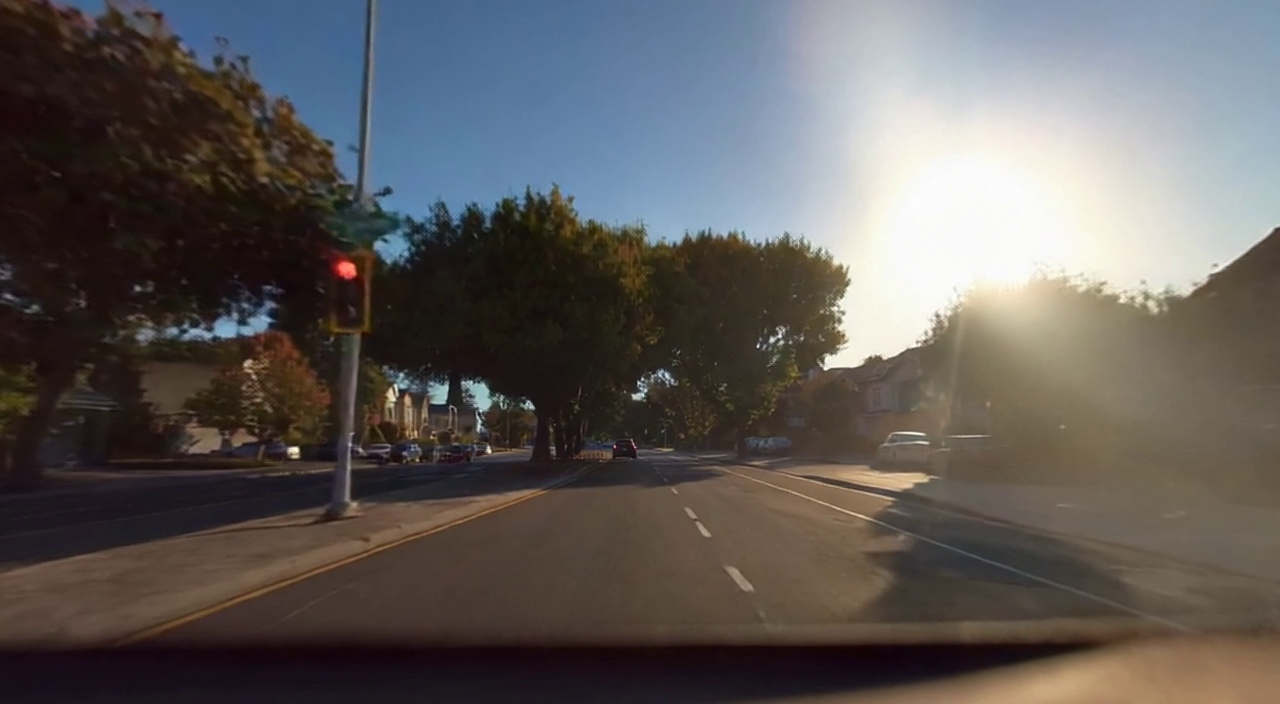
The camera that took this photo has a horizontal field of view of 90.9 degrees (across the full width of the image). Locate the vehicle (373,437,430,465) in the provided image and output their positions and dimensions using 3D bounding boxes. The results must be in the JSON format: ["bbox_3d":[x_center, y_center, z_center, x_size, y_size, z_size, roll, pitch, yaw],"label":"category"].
[{"bbox_3d":[-15.540,6.456,41.324,2.042,1.748,4.584,0,-8,-1],"label":"vehicle"}]

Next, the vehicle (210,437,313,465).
[{"bbox_3d":[-21.163,5.561,35.348,4.547,1.484,1.914,-1,-8,0],"label":"vehicle"}]

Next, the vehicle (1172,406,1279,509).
[{"bbox_3d":[11.844,1.716,10.246,2.226,1.720,4.708,0,-8,-1],"label":"vehicle"}]

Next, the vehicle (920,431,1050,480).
[{"bbox_3d":[11.553,3.482,21.517,1.838,1.443,4.563,0,-8,0],"label":"vehicle"}]

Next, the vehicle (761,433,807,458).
[{"bbox_3d":[10.934,7.145,48.222,2.147,1.767,5.125,0,-8,-2],"label":"vehicle"}]

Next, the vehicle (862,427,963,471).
[{"bbox_3d":[11.435,4.107,26.924,2.156,1.689,4.774,0,-8,0],"label":"vehicle"}]

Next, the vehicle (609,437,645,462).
[{"bbox_3d":[-0.837,5.979,38.818,2.113,1.462,4.203,0,-8,-2],"label":"vehicle"}]

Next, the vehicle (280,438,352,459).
[{"bbox_3d":[-23.780,7.089,46.428,4.184,1.528,1.990,1,-8,-3],"label":"vehicle"}]

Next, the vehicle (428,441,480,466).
[{"bbox_3d":[-11.508,6.275,39.313,1.910,1.431,4.426,0,-8,-1],"label":"vehicle"}]
